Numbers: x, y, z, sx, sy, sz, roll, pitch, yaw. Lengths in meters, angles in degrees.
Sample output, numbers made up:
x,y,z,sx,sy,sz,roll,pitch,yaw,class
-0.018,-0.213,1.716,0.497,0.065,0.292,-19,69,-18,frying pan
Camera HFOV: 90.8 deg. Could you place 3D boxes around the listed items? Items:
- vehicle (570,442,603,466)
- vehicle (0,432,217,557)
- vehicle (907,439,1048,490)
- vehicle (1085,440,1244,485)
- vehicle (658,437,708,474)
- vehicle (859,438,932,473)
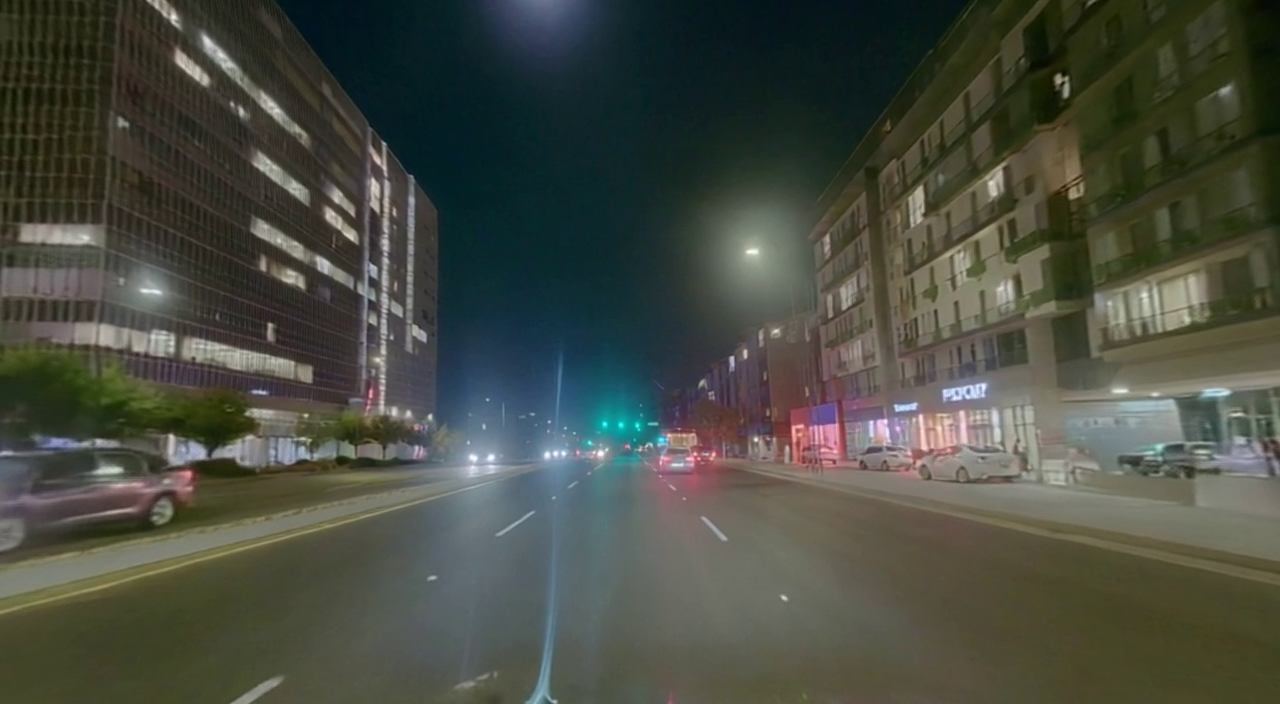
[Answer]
x,y,z,sx,sy,sz,roll,pitch,yaw,class
-3.790,7.359,45.556,2.046,1.617,4.601,0,-9,-2,vehicle
-8.787,2.033,9.406,1.969,1.489,4.522,-2,-9,-2,vehicle
11.861,3.949,22.689,1.954,1.483,4.742,-2,-8,-7,vehicle
20.124,4.252,24.575,2.013,1.548,4.579,1,-9,-5,vehicle
2.159,5.402,33.212,2.130,1.787,5.126,0,-9,-2,vehicle
14.008,5.720,35.048,2.019,1.819,4.909,0,-9,0,vehicle
